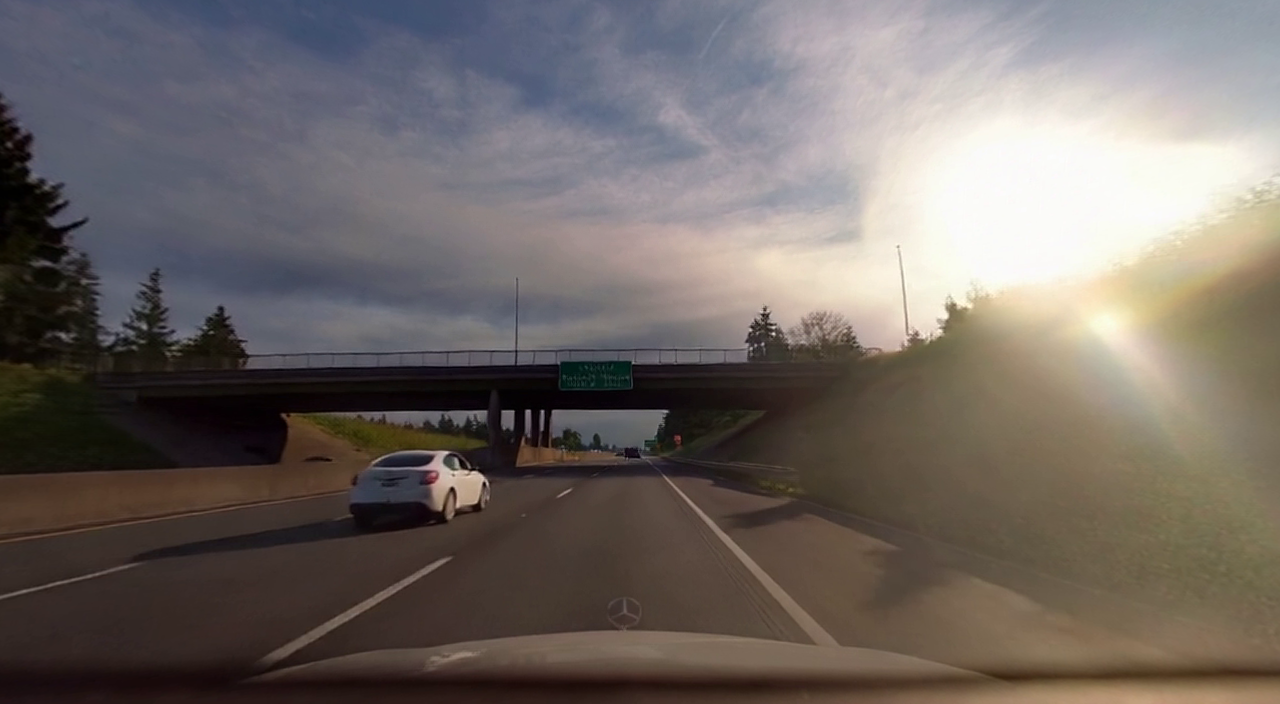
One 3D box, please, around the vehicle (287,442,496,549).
[{"bbox_3d":[-4.028,2.378,11.137,1.992,1.504,4.117,0,-9,0],"label":"vehicle"}]
